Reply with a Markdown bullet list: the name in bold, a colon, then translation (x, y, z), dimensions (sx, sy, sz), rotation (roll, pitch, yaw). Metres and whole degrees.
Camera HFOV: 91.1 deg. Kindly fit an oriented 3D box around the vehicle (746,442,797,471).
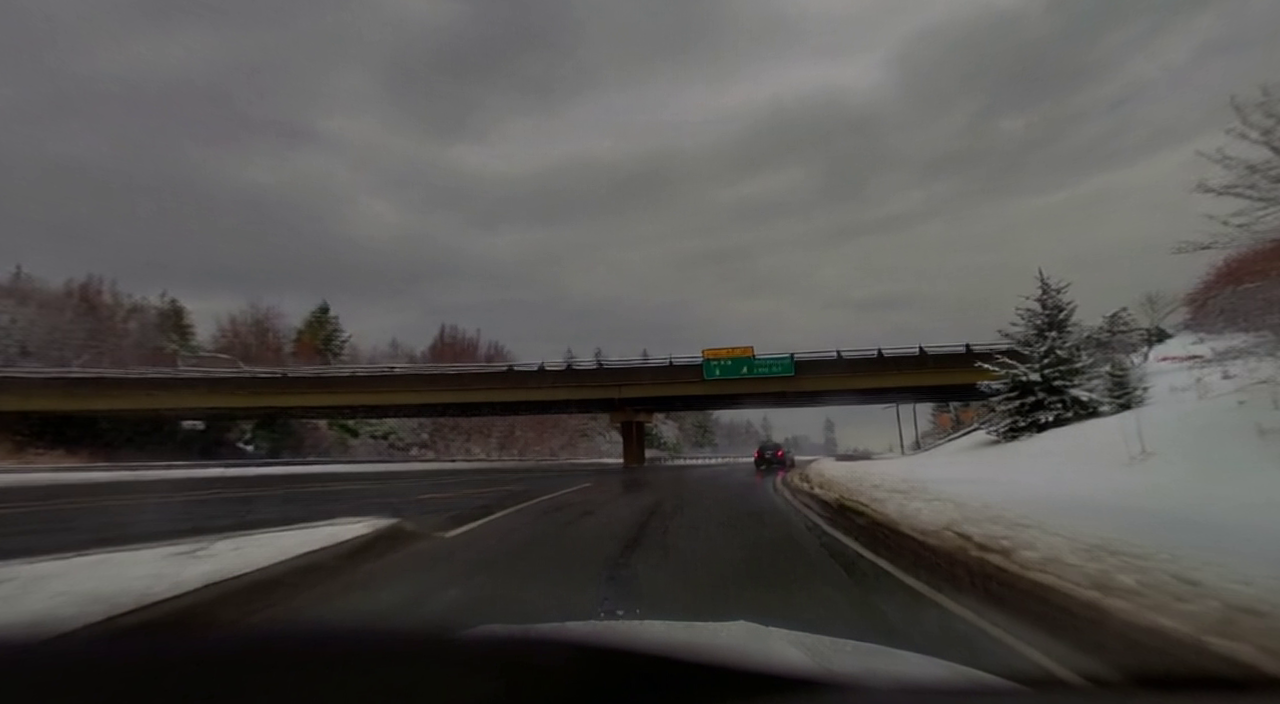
- **vehicle**: translation (6.971, 5.489, 33.115), dimensions (1.980, 1.449, 3.650), rotation (-4, -10, 21)
